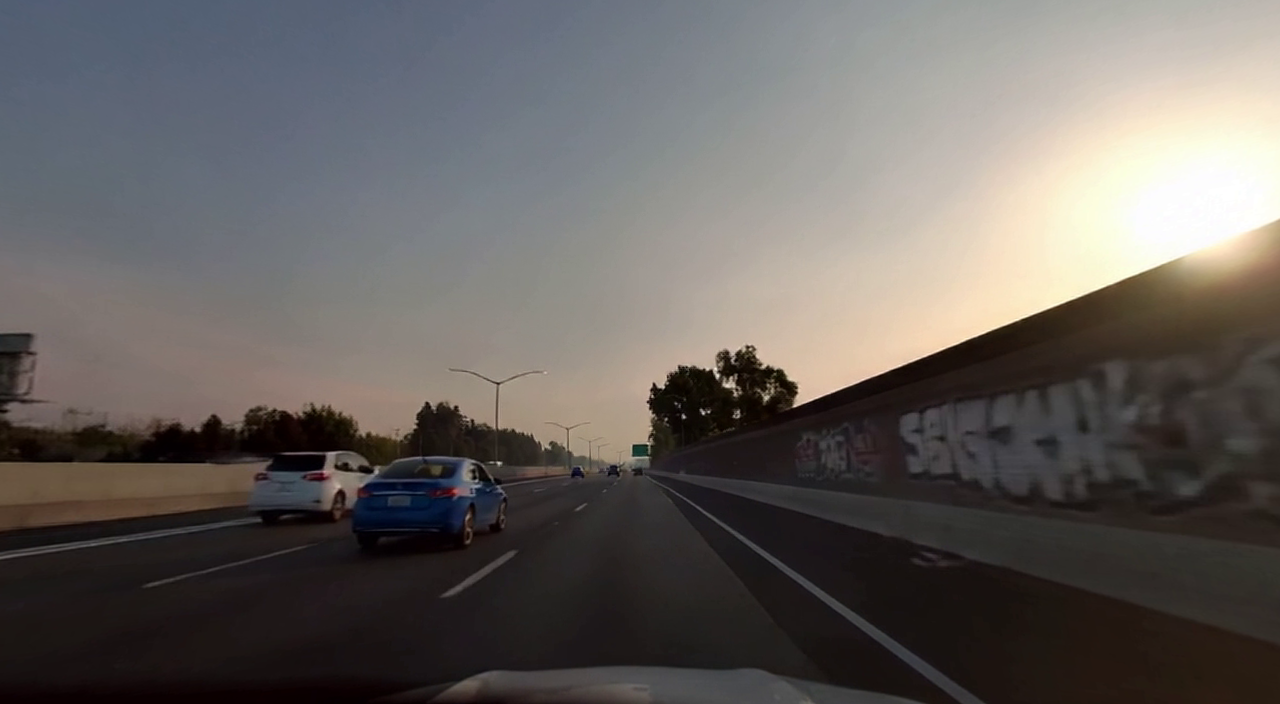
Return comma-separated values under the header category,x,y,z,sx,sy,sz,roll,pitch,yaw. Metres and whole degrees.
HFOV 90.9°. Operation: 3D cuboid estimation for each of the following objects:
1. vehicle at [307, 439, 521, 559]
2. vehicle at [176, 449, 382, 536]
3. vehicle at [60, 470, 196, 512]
category,x,y,z,sx,sy,sz,roll,pitch,yaw
vehicle,-3.715,2.547,11.452,2.173,1.696,4.462,0,-10,1
vehicle,-7.648,3.030,13.967,2.037,1.593,4.151,0,-10,0
vehicle,-19.013,5.145,23.666,1.680,1.392,4.007,1,-10,0
